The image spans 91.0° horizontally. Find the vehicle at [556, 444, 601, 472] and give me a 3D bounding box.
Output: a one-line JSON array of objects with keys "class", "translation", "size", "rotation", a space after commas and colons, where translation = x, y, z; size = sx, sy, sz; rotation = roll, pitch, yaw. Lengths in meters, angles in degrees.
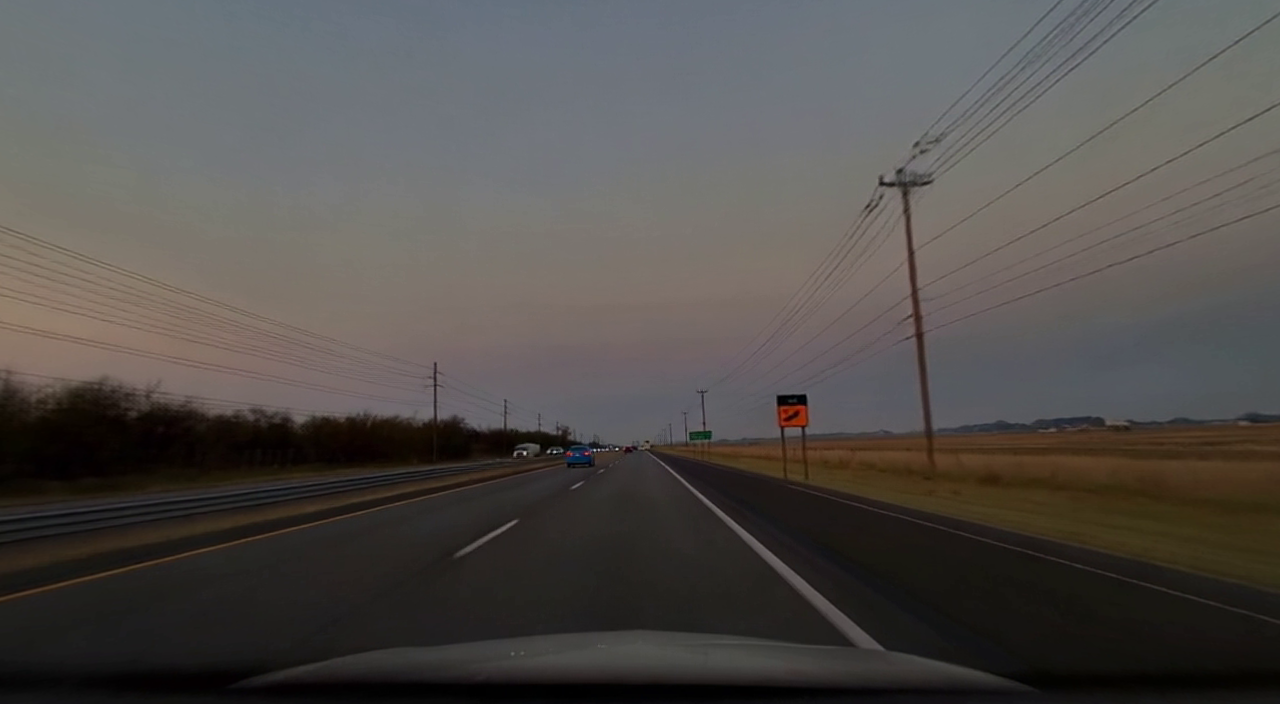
[{"class": "vehicle", "translation": [-3.548, 6.200, 37.010], "size": [2.106, 1.543, 4.465], "rotation": [0, -9, 1]}]
